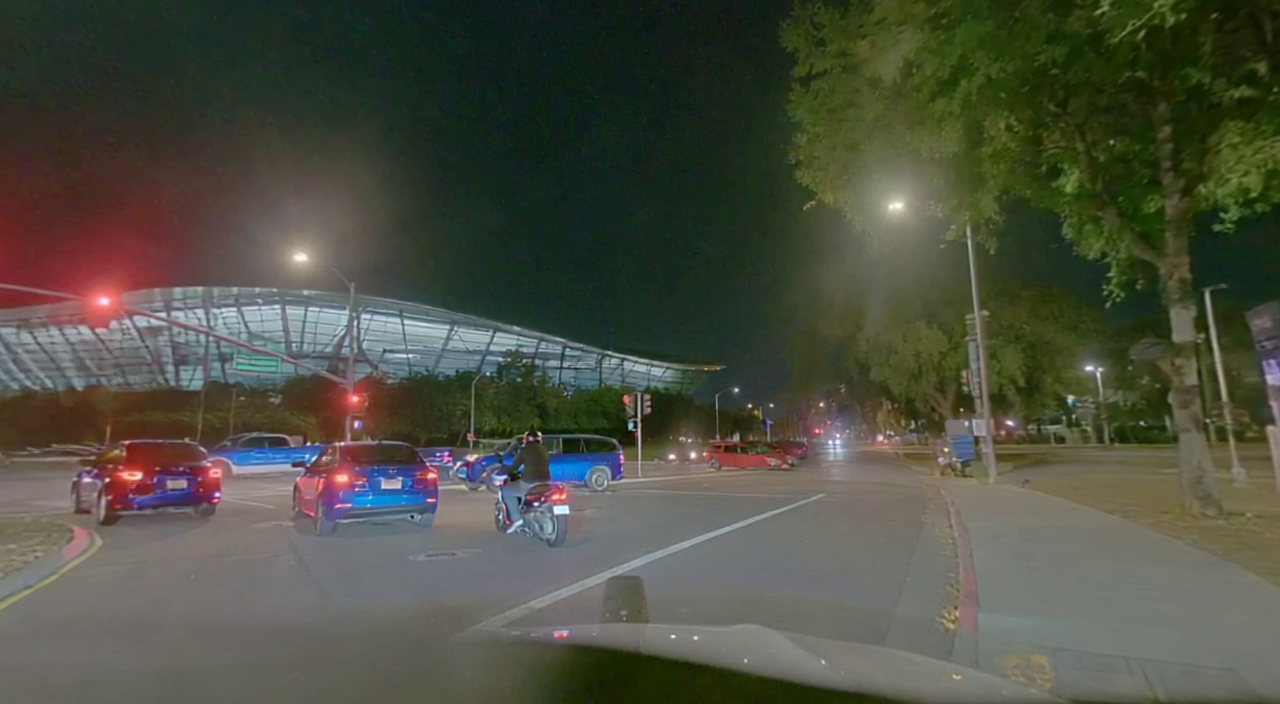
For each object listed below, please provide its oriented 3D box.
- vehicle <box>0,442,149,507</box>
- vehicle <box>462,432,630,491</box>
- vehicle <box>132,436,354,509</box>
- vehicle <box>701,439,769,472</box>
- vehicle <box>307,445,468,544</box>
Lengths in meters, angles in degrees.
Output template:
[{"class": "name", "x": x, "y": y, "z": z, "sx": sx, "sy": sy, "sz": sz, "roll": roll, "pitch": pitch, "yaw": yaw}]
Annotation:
[{"class": "vehicle", "x": -17.189, "y": 3.485, "z": 18.208, "sx": 4.380, "sy": 1.727, "sz": 2.052, "roll": -1, "pitch": -8, "yaw": 4}, {"class": "vehicle", "x": -3.477, "y": 4.048, "z": 23.895, "sx": 5.833, "sy": 1.960, "sz": 2.341, "roll": 5, "pitch": -10, "yaw": -32}, {"class": "vehicle", "x": -10.518, "y": 3.199, "z": 17.046, "sx": 4.583, "sy": 1.755, "sz": 1.936, "roll": 0, "pitch": -8, "yaw": -5}, {"class": "vehicle", "x": 5.242, "y": 5.586, "z": 34.338, "sx": 2.084, "sy": 1.656, "sz": 4.583, "roll": -5, "pitch": -9, "yaw": 30}, {"class": "vehicle", "x": -4.890, "y": 2.494, "z": 11.844, "sx": 2.009, "sy": 1.450, "sz": 4.182, "roll": 5, "pitch": -10, "yaw": -32}]
